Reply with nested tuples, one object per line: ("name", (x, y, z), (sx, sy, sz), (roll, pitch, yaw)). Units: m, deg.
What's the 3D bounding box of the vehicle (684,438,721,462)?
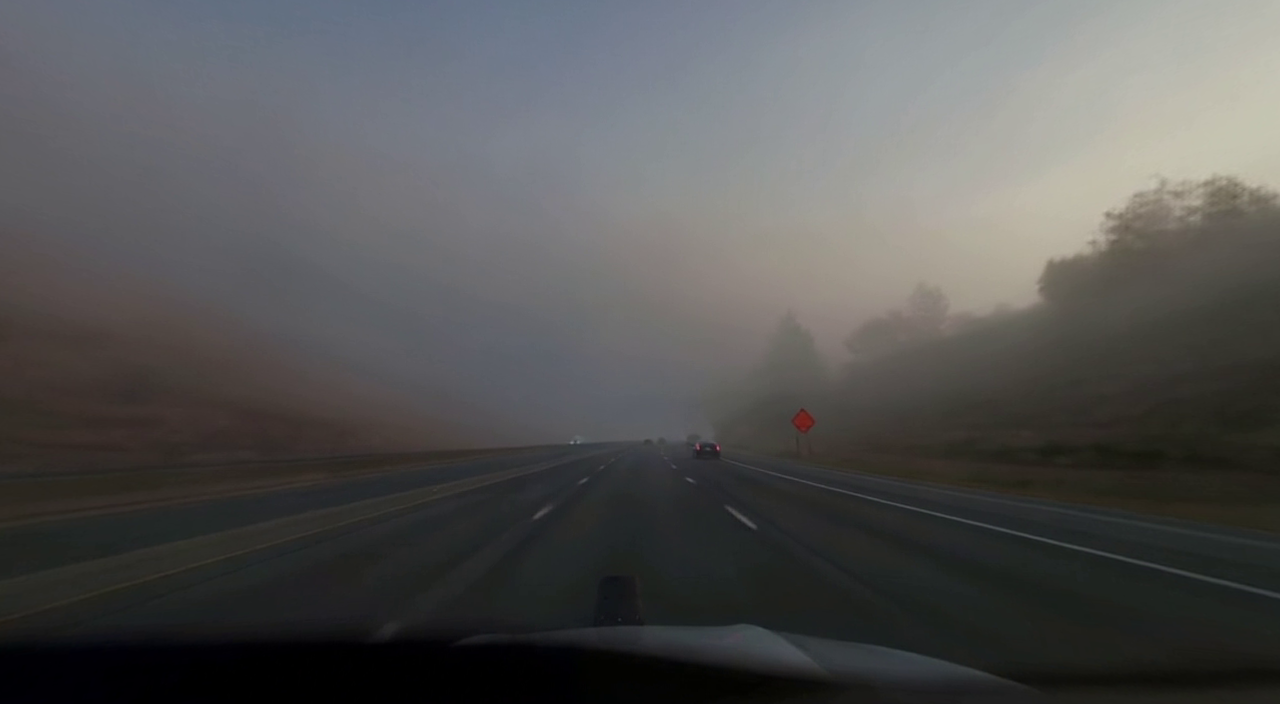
("vehicle", (4.003, 6.353, 40.975), (1.943, 1.490, 4.246), (0, -8, 0))
